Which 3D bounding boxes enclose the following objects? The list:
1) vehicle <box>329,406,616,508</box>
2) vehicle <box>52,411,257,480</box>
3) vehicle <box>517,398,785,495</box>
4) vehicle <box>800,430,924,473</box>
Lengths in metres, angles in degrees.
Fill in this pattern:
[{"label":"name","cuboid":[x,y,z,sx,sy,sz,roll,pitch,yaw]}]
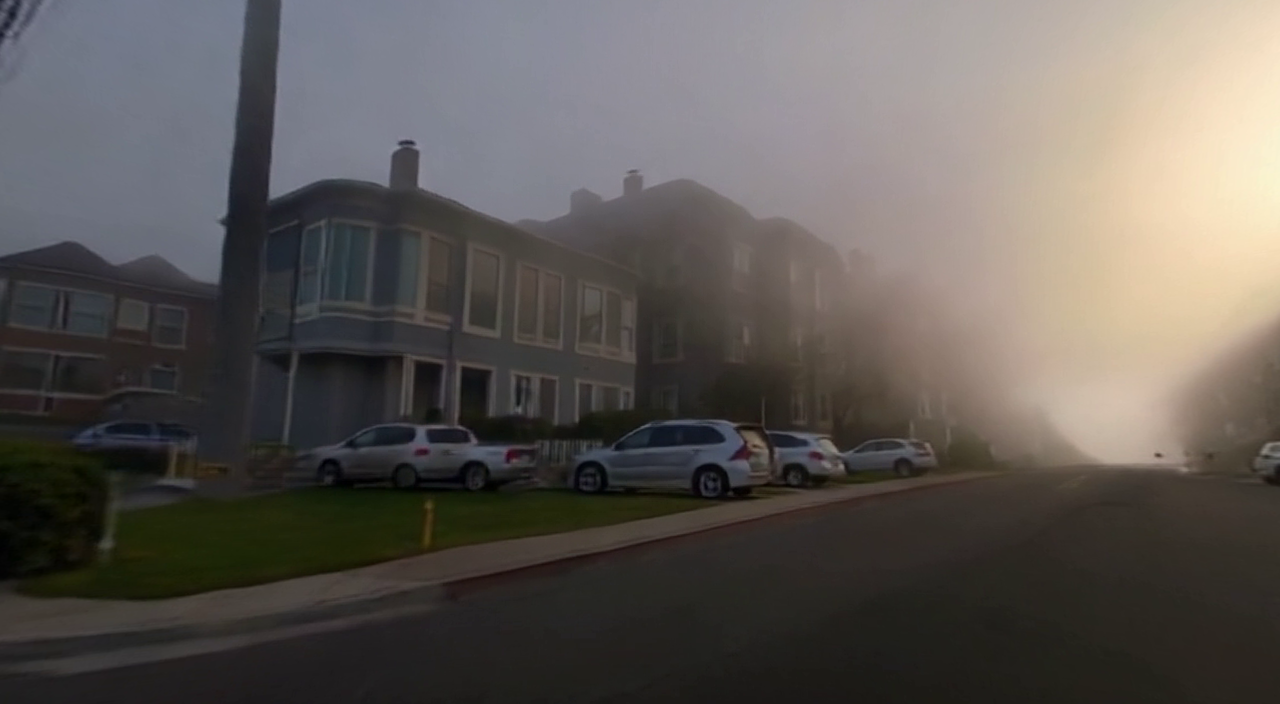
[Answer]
[{"label":"vehicle","cuboid":[-2.871,1.882,11.538,4.648,1.659,1.897,-1,-8,5]},{"label":"vehicle","cuboid":[-15.656,3.000,20.380,5.778,1.875,2.152,0,-10,19]},{"label":"vehicle","cuboid":[0.238,2.095,14.175,5.514,1.976,2.153,0,-8,2]},{"label":"vehicle","cuboid":[9.124,4.109,26.224,4.450,1.707,1.902,0,-8,1]}]
